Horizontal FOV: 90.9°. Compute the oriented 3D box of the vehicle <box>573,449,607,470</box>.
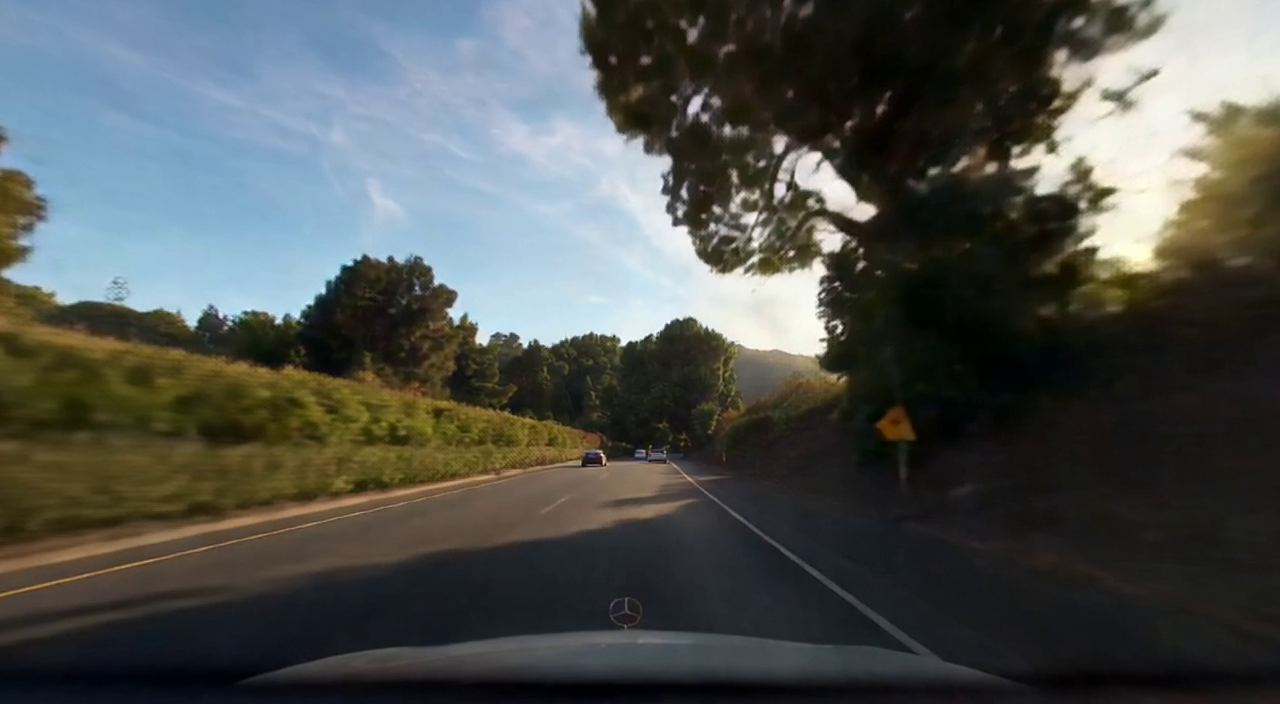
[{"bbox_3d":[-3.564,7.726,45.314,2.033,1.449,3.957,0,-9,1],"label":"vehicle"}]
